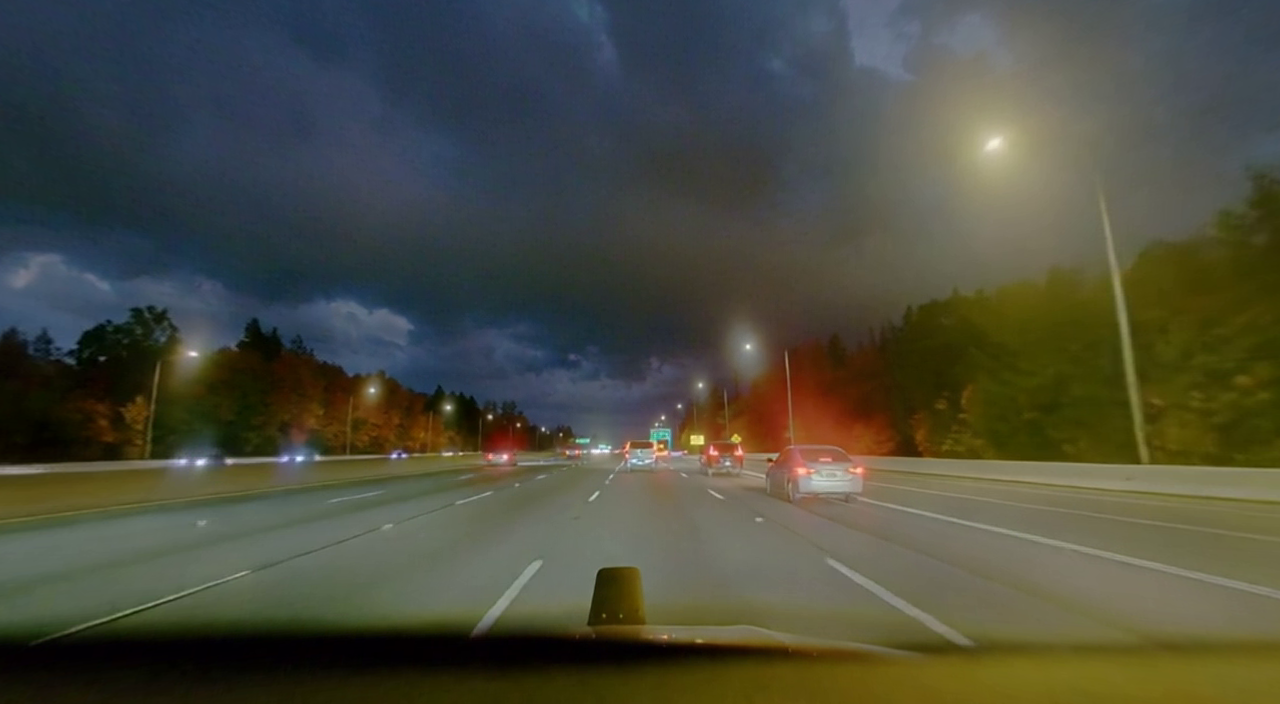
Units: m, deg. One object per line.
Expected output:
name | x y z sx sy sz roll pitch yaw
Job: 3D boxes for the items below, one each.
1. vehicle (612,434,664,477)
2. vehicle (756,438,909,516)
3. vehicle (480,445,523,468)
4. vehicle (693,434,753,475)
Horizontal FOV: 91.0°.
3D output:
vehicle | -0.054 5.120 31.423 2.372 1.957 5.121 0 -9 0
vehicle | 4.216 2.827 14.763 2.057 1.508 4.767 0 -9 0
vehicle | -9.879 7.503 45.288 1.989 1.529 4.433 0 -9 1
vehicle | 4.292 5.457 33.620 2.388 1.998 5.749 0 -9 0
